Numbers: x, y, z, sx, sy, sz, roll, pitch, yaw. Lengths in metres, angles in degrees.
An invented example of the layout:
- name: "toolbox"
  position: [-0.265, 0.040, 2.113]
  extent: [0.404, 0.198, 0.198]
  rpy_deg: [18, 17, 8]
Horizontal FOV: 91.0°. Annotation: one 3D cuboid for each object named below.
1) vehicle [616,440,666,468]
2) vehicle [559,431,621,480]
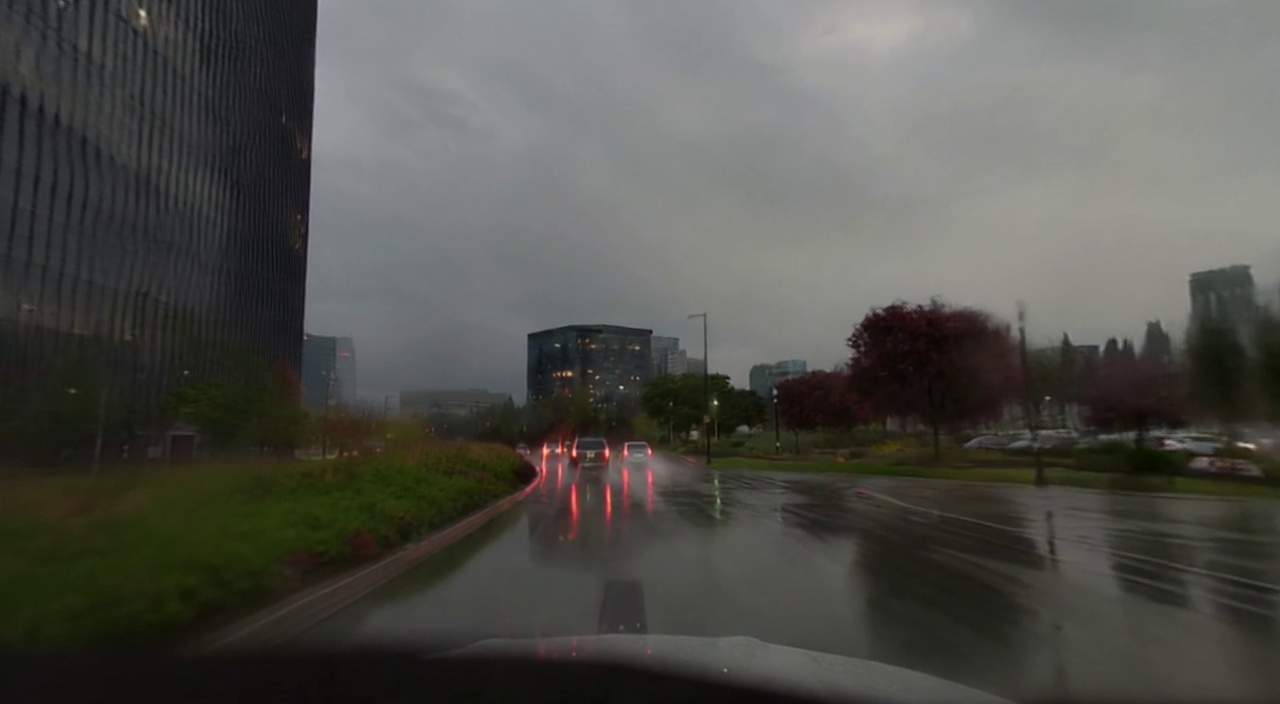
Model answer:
- name: "vehicle"
  position: [-0.016, 5.924, 36.574]
  extent: [2.116, 1.506, 4.355]
  rpy_deg: [2, -9, -10]
- name: "vehicle"
  position: [-2.090, 4.096, 25.116]
  extent: [2.173, 1.761, 4.374]
  rpy_deg: [1, -9, -8]
